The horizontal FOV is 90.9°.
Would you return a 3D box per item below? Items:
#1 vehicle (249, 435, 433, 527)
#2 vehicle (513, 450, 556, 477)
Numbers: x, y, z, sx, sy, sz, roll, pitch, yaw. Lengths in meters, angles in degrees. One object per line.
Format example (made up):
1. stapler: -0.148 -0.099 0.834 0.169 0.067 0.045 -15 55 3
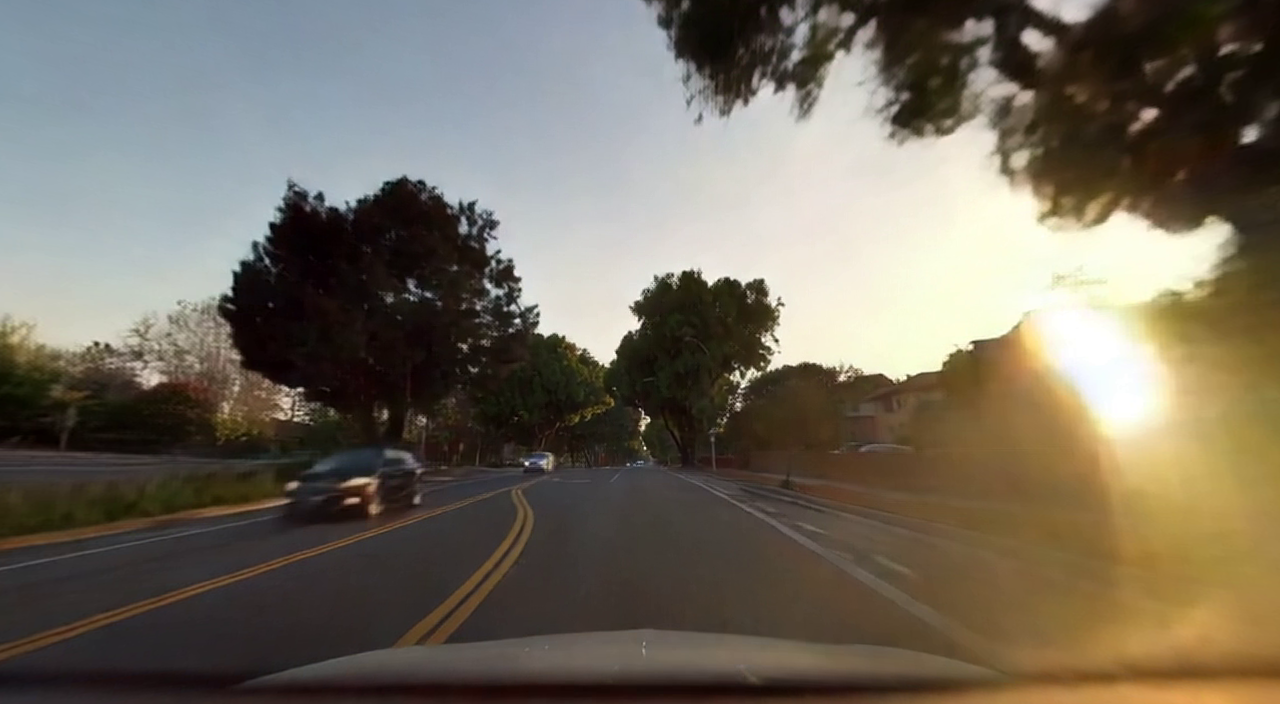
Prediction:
1. vehicle: -6.203 2.691 13.731 1.972 1.684 4.144 0 -9 -1
2. vehicle: -6.730 7.151 40.774 2.095 1.603 3.980 0 -9 0
